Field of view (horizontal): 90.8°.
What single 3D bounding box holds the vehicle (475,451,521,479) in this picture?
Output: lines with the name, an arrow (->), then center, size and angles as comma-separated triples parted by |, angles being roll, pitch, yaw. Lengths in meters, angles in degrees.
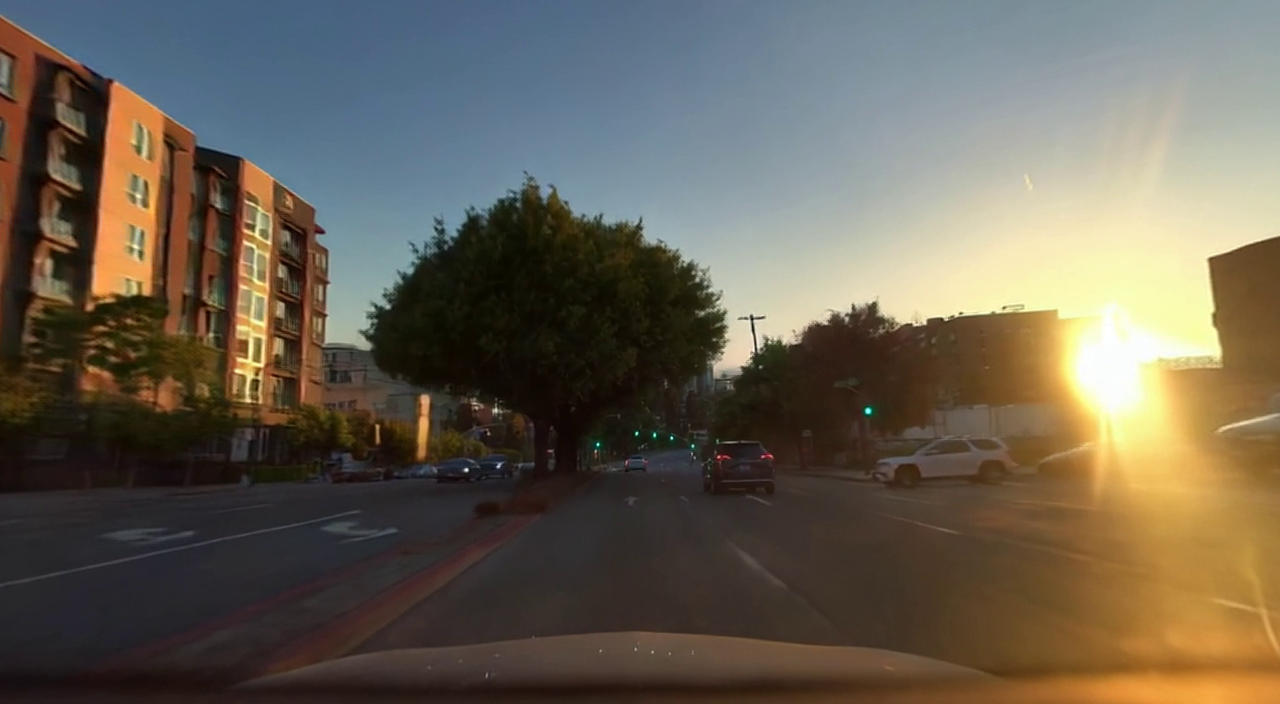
vehicle -> -9.533, 7.584, 42.760 | 1.939, 1.744, 5.079 | 0, -8, 0

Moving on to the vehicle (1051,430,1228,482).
vehicle -> 16.956, 3.527, 21.575 | 4.612, 1.632, 1.858 | 1, -8, -6

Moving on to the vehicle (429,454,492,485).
vehicle -> -9.343, 6.141, 33.291 | 1.905, 1.451, 4.425 | 0, -8, 2

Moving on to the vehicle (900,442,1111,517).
vehicle -> 8.634, 3.001, 15.648 | 1.940, 1.512, 5.129 | 0, -8, -3

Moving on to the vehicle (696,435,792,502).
vehicle -> 3.155, 3.638, 20.243 | 2.129, 1.844, 4.767 | 0, -8, -2

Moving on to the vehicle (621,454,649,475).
vehicle -> -0.460, 8.728, 49.304 | 2.059, 1.492, 4.033 | 0, -8, -2
